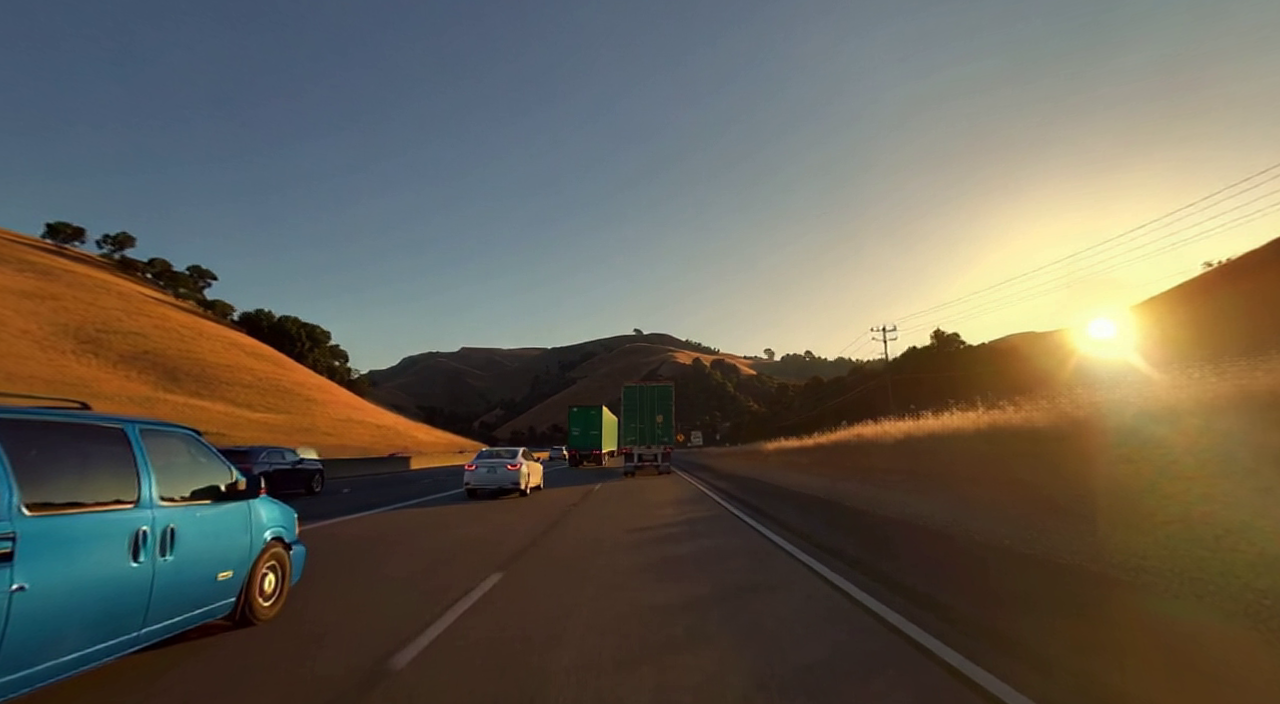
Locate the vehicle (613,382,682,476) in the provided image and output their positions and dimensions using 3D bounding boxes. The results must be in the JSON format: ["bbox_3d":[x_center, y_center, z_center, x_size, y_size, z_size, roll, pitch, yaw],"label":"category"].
[{"bbox_3d":[0.447,4.054,32.259,2.913,3.988,10.874,0,-8,1],"label":"vehicle"}]

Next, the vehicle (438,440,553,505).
[{"bbox_3d":[-3.542,3.026,16.355,1.950,1.446,4.224,0,-8,0],"label":"vehicle"}]

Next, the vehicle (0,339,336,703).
[{"bbox_3d":[-3.835,0.908,3.186,2.136,1.779,4.875,0,-8,0],"label":"vehicle"}]
